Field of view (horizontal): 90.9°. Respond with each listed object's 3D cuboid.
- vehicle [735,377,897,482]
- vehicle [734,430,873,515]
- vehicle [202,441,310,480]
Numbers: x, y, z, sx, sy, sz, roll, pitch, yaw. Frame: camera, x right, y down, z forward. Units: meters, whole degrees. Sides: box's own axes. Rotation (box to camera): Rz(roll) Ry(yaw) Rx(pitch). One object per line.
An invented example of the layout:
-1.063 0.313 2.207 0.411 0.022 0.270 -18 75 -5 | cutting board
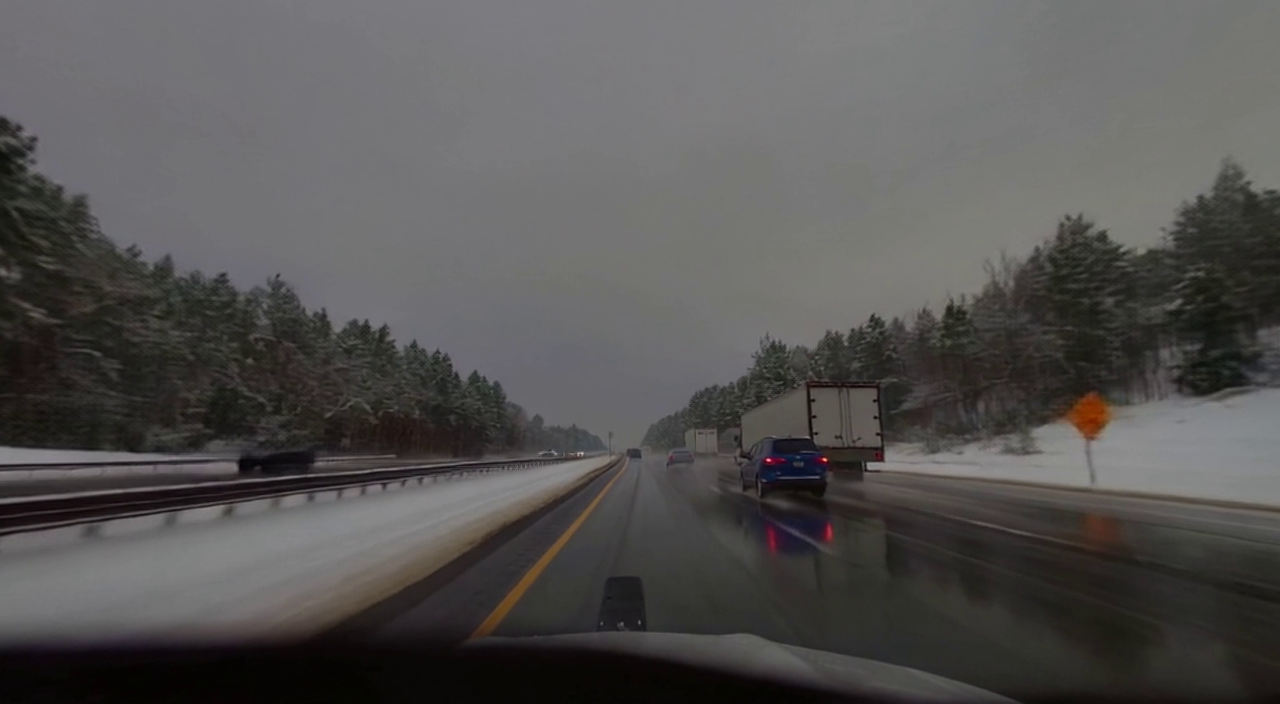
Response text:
8.022 4.255 32.652 3.441 4.016 16.812 0 -9 0 | vehicle
3.534 2.707 14.558 2.022 1.658 4.132 0 -9 -1 | vehicle
-15.768 4.465 26.166 1.900 1.483 4.077 0 -9 0 | vehicle
